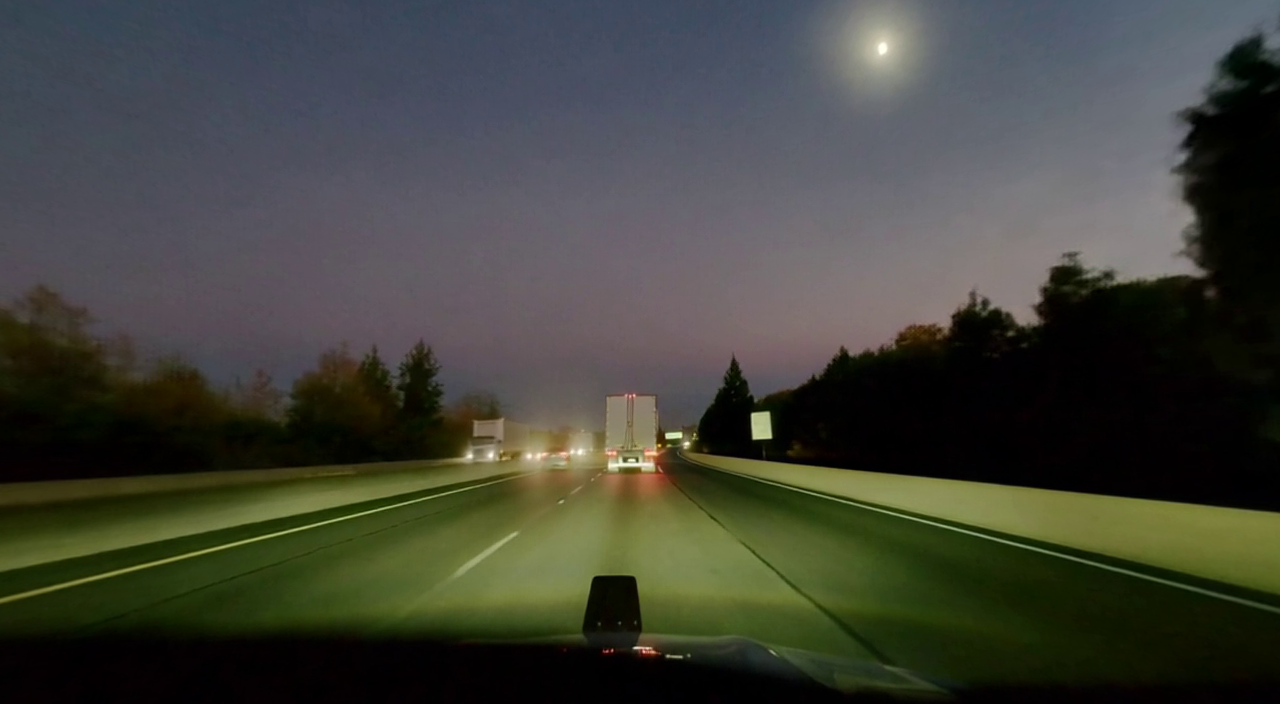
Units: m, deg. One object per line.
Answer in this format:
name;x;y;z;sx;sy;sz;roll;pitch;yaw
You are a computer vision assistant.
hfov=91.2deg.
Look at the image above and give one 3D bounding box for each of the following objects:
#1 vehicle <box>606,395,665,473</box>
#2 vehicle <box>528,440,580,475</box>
vehicle;-0.288;5.123;38.448;3.100;4.091;10.664;0;-9;-1
vehicle;-4.331;5.412;32.308;2.112;1.645;4.129;0;-9;0
